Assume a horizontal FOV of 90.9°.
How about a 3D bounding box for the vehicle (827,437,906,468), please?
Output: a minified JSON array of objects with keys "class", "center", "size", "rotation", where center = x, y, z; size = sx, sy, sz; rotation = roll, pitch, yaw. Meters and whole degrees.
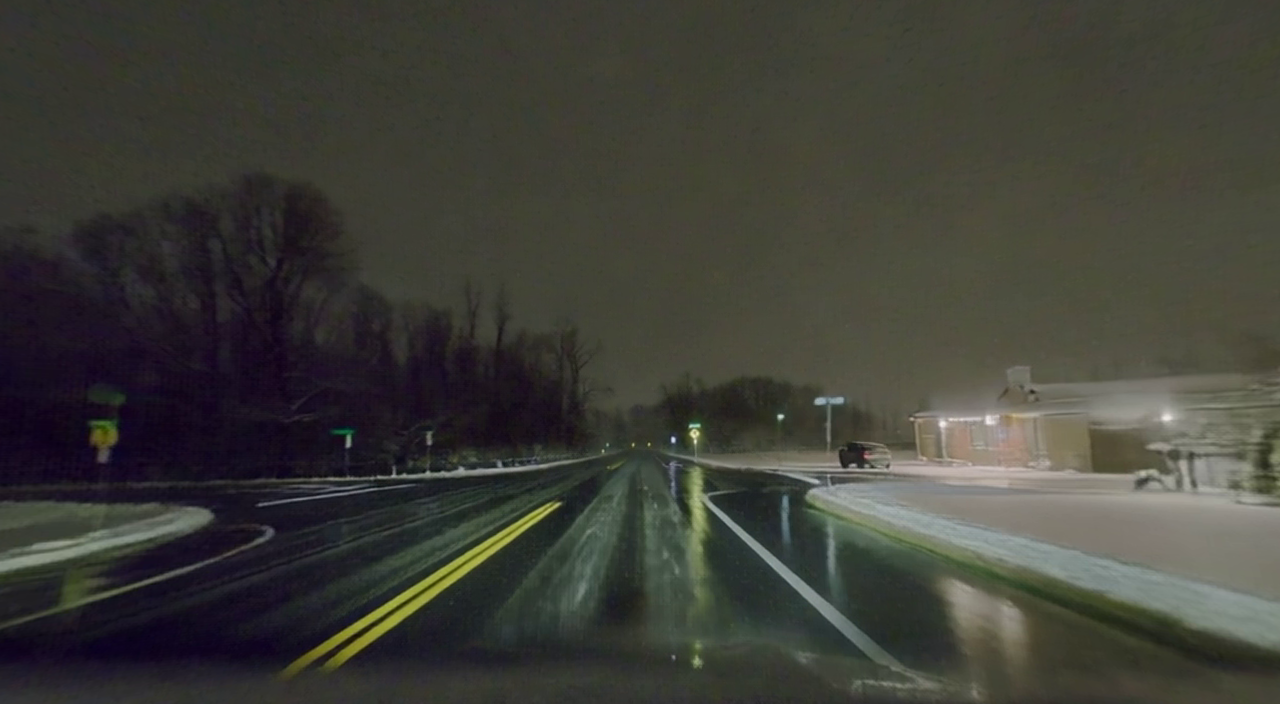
[{"class":"vehicle","center":[14.520,6.466,40.805],"size":[2.037,1.829,4.919],"rotation":[3,-9,-21]}]
